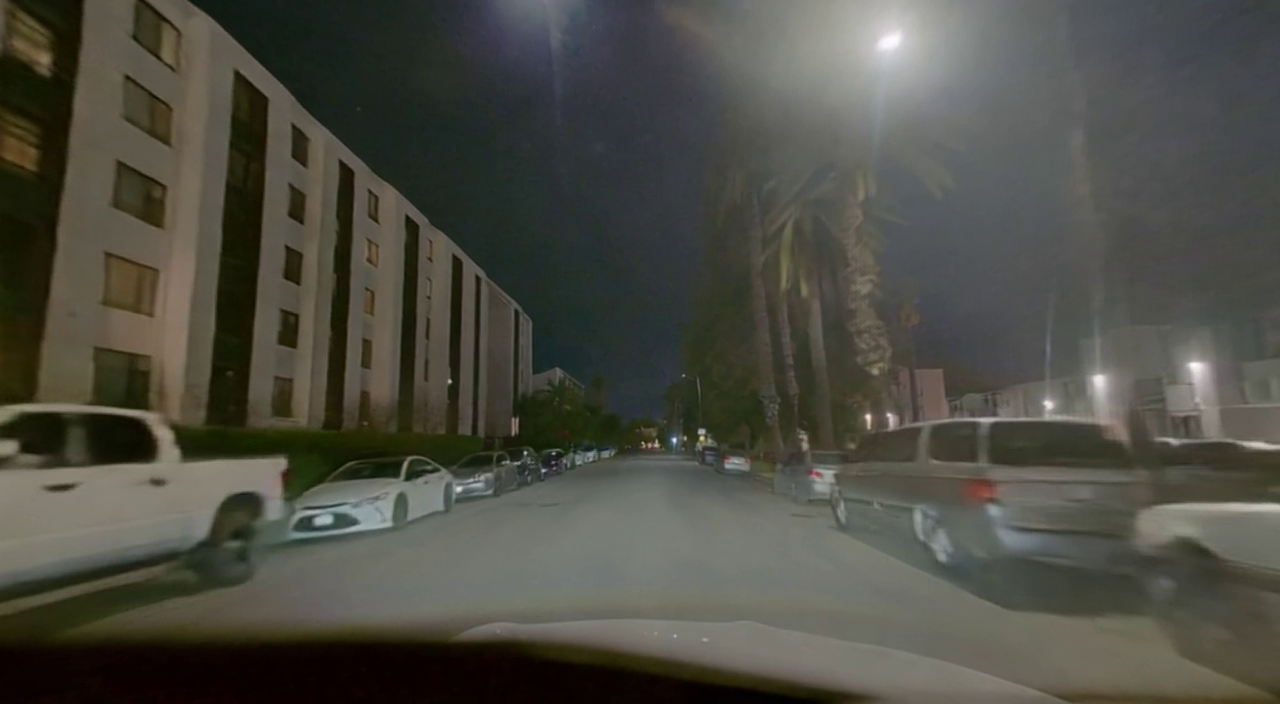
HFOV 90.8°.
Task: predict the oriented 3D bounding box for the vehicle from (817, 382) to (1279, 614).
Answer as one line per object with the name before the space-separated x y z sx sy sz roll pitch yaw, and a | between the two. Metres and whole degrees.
vehicle | 4.511 1.712 8.587 2.570 2.005 6.020 0 -8 1

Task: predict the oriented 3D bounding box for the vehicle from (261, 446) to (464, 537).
vehicle | -5.361 2.711 13.040 2.031 1.505 4.540 0 -9 1

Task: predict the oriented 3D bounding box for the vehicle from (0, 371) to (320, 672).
vehicle | -5.324 1.237 4.941 2.227 1.967 6.220 0 -9 2

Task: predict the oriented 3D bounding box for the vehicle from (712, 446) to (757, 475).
vehicle | 5.205 6.037 35.494 1.991 1.525 5.203 0 -9 3

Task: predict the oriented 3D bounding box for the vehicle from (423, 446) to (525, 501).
vehicle | -5.081 3.769 20.055 1.997 1.497 4.437 0 -9 0

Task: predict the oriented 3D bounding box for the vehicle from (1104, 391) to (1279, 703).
vehicle | 4.648 0.919 2.338 2.220 1.738 4.800 0 -8 1
